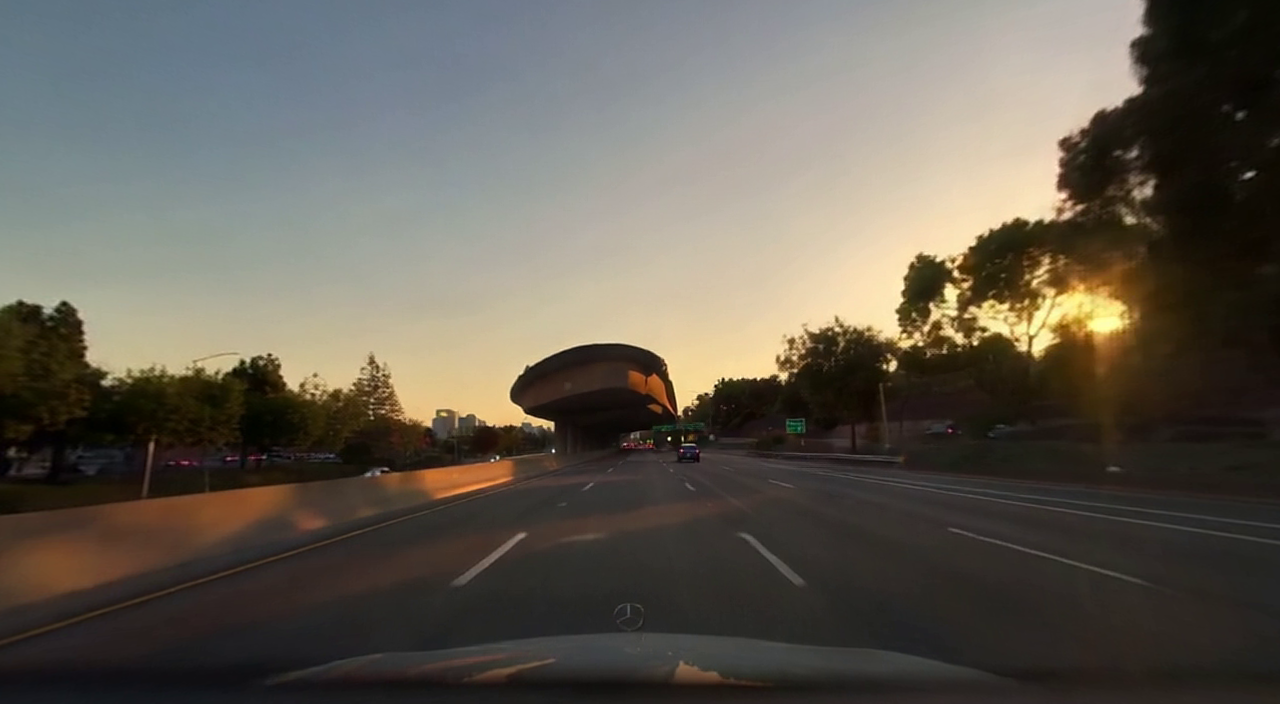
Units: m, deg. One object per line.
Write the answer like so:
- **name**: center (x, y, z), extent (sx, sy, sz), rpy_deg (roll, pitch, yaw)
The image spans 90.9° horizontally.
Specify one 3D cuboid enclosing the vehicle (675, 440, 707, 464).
- **vehicle**: center (3.867, 7.658, 48.548), extent (2.099, 1.748, 4.331), rpy_deg (0, -8, -1)
